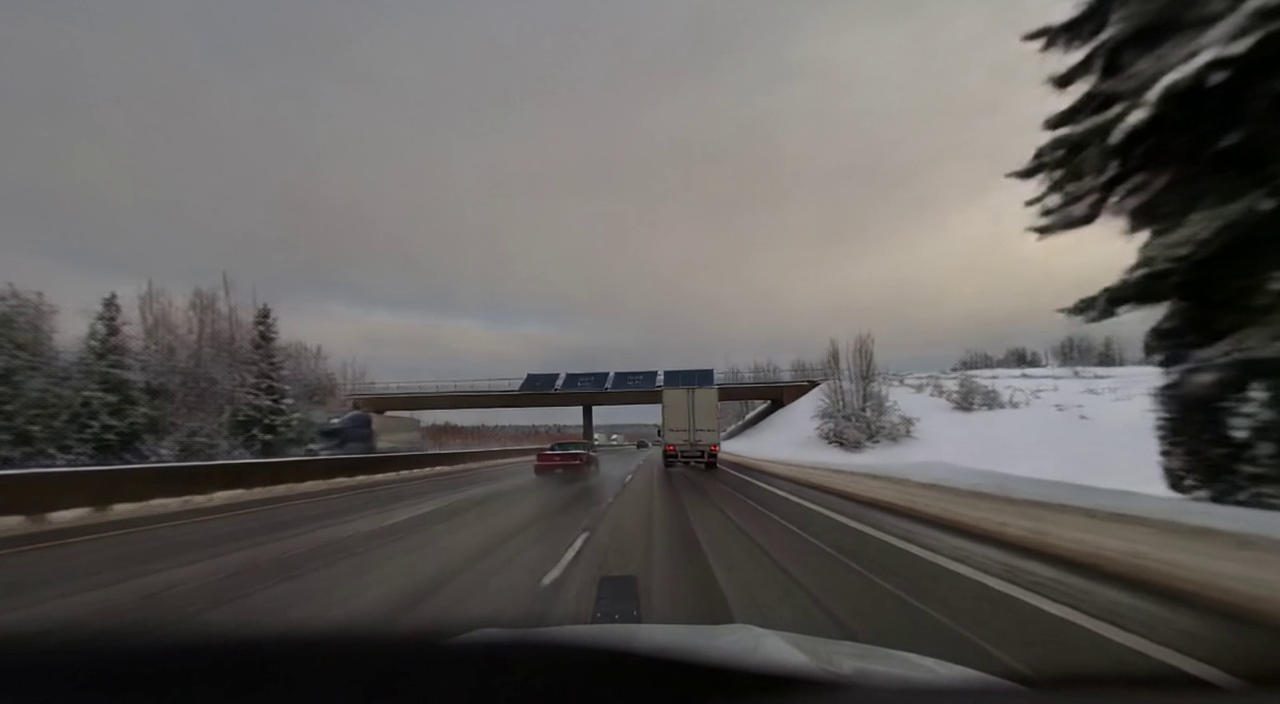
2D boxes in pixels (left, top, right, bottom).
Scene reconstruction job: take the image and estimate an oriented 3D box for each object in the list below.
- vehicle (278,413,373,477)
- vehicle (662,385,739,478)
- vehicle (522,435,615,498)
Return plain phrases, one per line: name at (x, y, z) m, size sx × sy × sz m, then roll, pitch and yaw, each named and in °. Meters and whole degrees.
vehicle at (-20.971, 6.247, 42.402) m, size 2.969 × 3.972 × 5.940 m, roll -1°, pitch -8°, yaw 3°
vehicle at (2.552, 3.844, 29.866) m, size 2.967 × 3.633 × 10.015 m, roll -1°, pitch -8°, yaw 2°
vehicle at (-1.923, 3.260, 18.390) m, size 2.066 × 1.581 × 4.268 m, roll -1°, pitch -8°, yaw 2°
